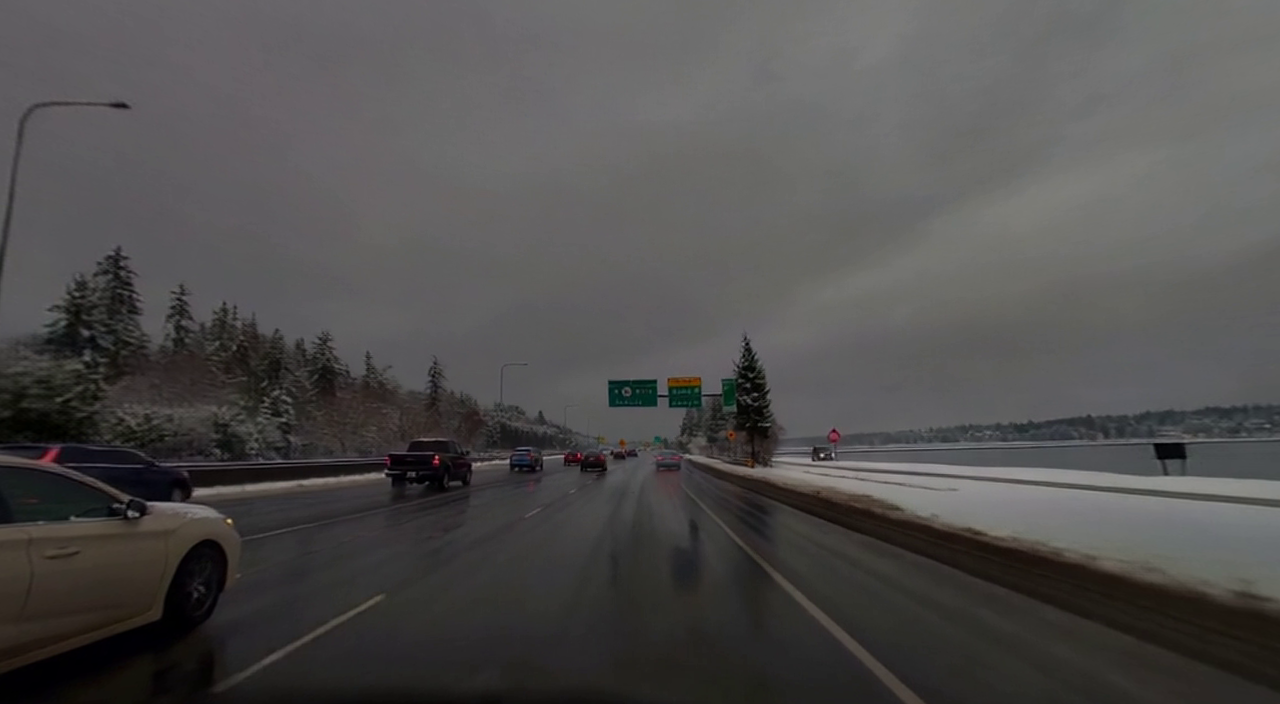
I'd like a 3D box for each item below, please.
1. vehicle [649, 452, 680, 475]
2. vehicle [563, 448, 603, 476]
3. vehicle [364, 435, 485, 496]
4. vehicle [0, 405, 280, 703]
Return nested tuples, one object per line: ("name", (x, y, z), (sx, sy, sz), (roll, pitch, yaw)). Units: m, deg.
("vehicle", (1.832, 8.194, 46.438), (2.153, 1.510, 4.646), (0, -9, 2))
("vehicle", (-3.729, 7.307, 42.118), (2.132, 1.708, 4.571), (0, -9, 2))
("vehicle", (-7.502, 4.009, 22.742), (2.250, 1.870, 5.647), (0, -9, 1))
("vehicle", (-4.167, 1.039, 3.112), (2.027, 1.547, 4.511), (0, -9, 1))
